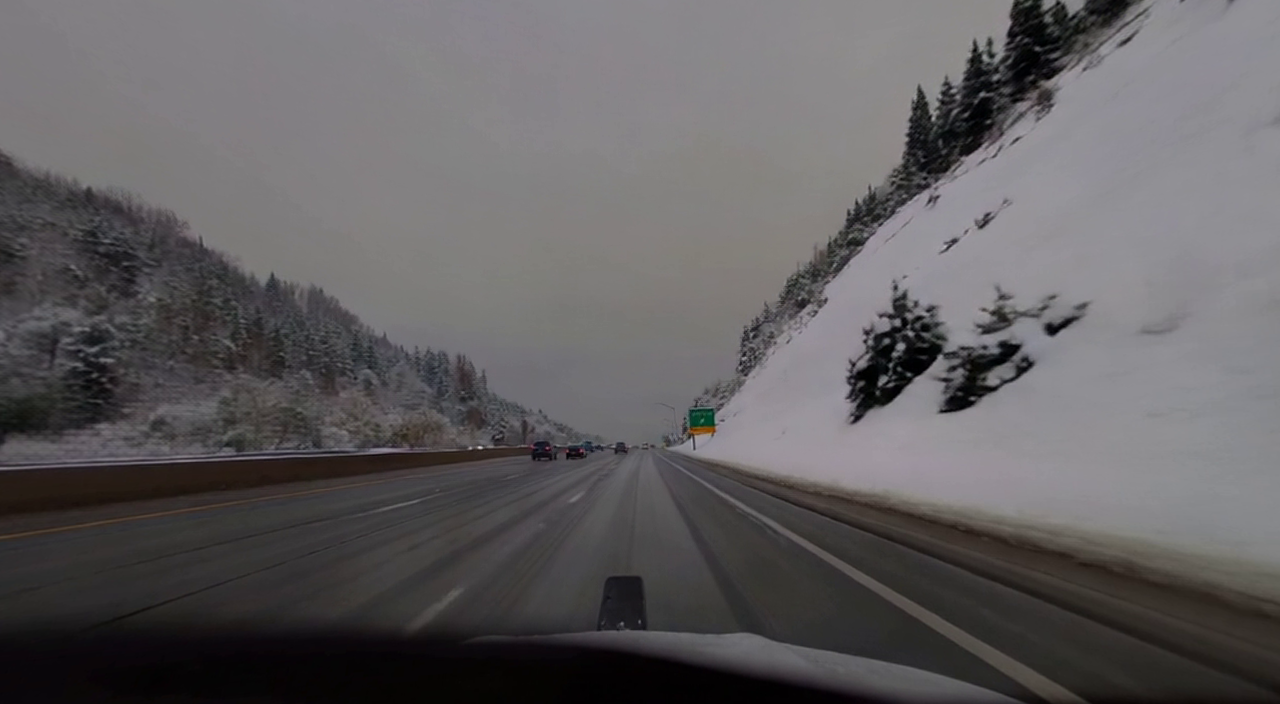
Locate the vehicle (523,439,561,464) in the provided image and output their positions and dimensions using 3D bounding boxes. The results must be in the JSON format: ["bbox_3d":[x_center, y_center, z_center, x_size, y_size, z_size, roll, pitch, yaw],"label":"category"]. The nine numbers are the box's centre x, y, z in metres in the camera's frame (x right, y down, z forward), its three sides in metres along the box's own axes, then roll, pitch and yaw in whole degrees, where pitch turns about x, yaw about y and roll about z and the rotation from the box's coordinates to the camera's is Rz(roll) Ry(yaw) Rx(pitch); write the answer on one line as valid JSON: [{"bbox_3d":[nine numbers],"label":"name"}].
[{"bbox_3d":[-6.785,6.912,43.865,1.972,1.660,4.254,0,-8,1],"label":"vehicle"}]
